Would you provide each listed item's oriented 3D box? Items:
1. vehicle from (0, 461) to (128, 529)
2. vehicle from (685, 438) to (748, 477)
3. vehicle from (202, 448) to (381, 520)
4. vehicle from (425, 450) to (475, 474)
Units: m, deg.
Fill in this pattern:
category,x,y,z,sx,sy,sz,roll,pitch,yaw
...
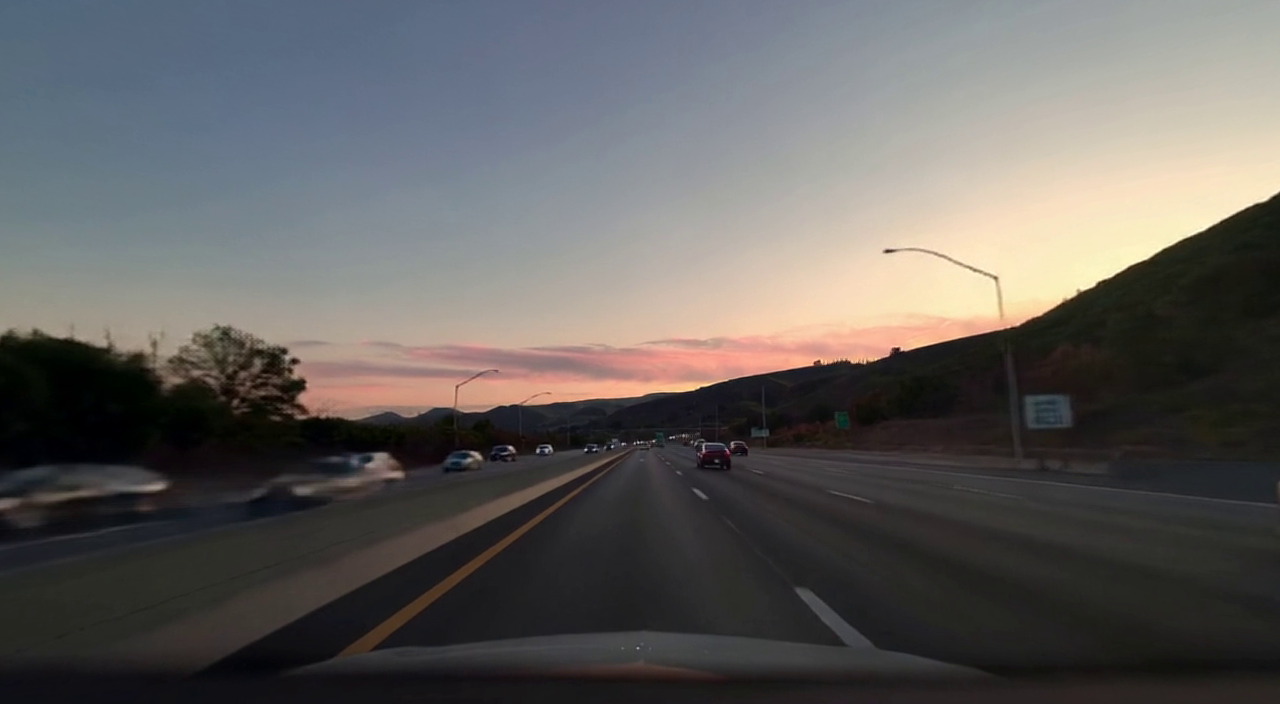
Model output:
category,x,y,z,sx,sy,sz,roll,pitch,yaw
vehicle,-15.880,3.540,15.752,2.136,1.479,4.748,-1,-8,1
vehicle,2.997,4.241,25.619,2.044,1.444,4.216,0,-8,0
vehicle,-8.601,3.248,16.164,1.949,1.488,4.526,-2,-8,1
vehicle,-11.855,6.886,39.611,1.825,1.322,4.145,-2,-8,1
